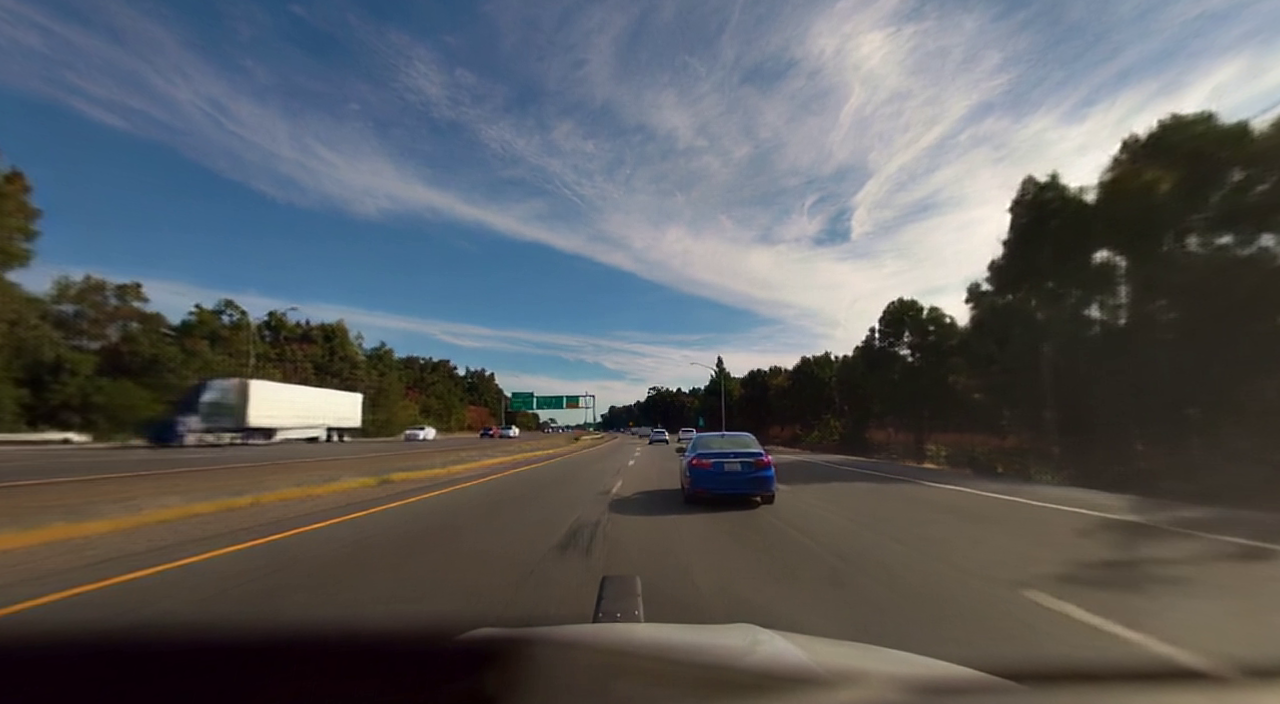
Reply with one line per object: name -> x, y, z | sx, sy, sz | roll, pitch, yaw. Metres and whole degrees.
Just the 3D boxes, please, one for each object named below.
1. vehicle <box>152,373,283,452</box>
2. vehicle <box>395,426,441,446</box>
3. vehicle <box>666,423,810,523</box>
vehicle -> -23.091, 3.430, 34.911 | 2.981, 4.002, 5.893 | 0, -8, 1
vehicle -> -16.616, 6.315, 47.381 | 1.875, 1.454, 4.252 | 0, -8, 1
vehicle -> 1.520, 2.053, 11.393 | 1.977, 1.443, 4.225 | 0, -8, 1
